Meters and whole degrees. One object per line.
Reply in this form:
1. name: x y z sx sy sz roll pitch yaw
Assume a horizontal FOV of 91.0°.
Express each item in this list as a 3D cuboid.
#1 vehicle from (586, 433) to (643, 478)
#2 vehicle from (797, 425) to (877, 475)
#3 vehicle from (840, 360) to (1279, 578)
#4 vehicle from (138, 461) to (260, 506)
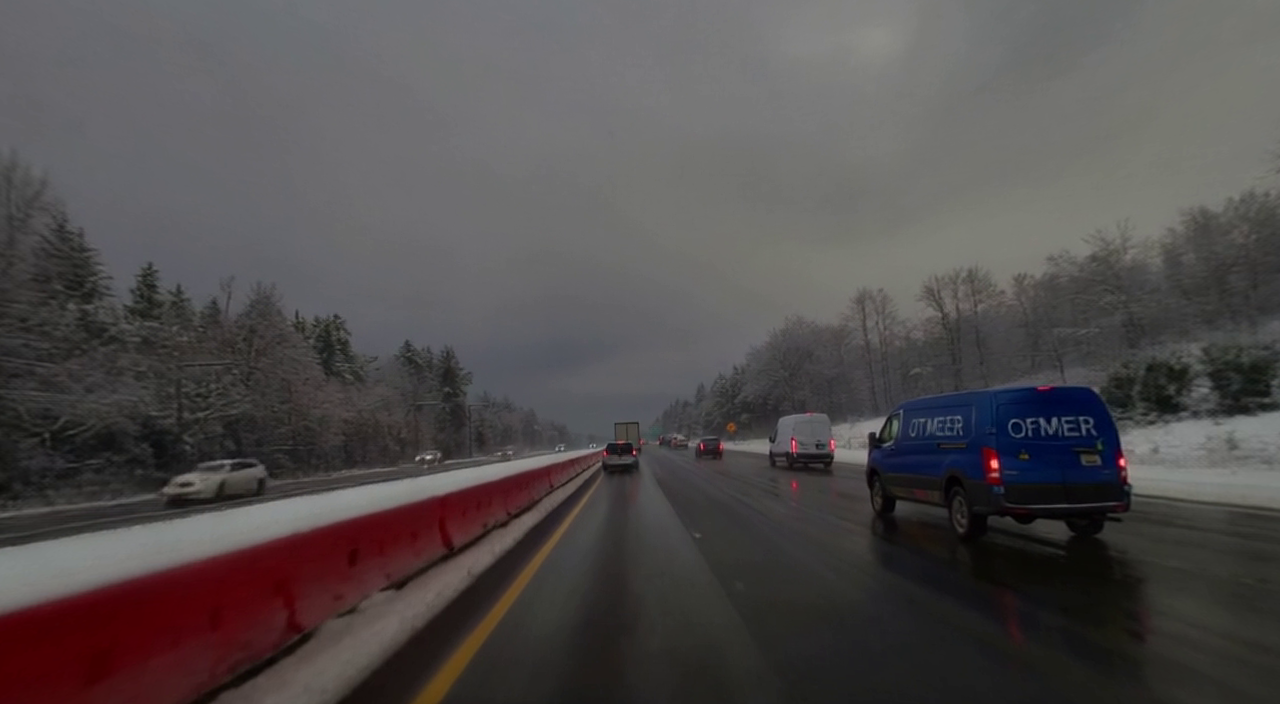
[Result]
1. vehicle: -1.013 4.120 25.378 2.100 1.636 3.620 0 -8 -2
2. vehicle: 8.235 4.112 26.644 2.255 1.960 3.229 0 -8 -1
3. vehicle: 4.748 1.426 8.467 2.223 2.008 5.121 0 -8 -2
4. vehicle: -17.857 5.320 25.780 1.804 1.491 4.444 0 -8 -1
